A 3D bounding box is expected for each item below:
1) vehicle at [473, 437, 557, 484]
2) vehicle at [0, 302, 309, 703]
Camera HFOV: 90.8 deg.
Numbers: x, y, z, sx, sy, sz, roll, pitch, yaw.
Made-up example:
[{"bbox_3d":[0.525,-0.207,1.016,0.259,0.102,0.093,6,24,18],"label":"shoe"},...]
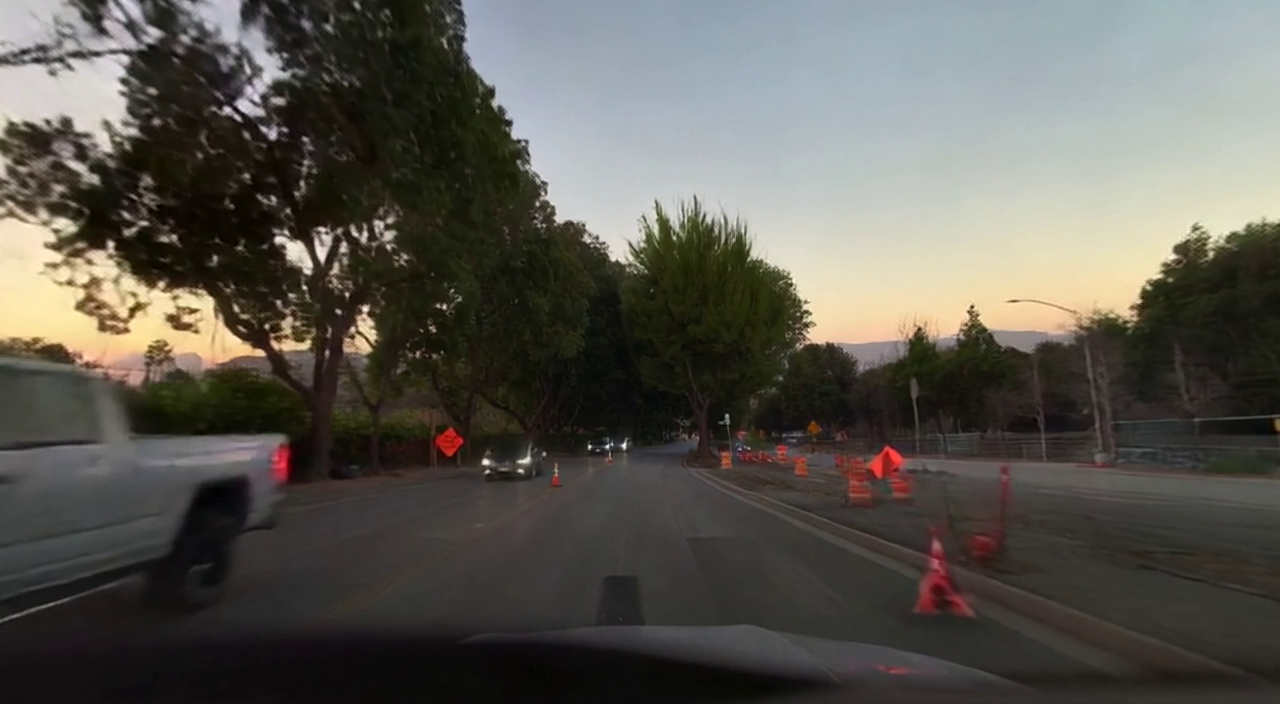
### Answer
[{"bbox_3d":[-4.272,3.776,22.288,1.964,1.481,4.199,-1,-8,2],"label":"vehicle"},{"bbox_3d":[-4.095,0.852,3.488,2.064,2.009,4.512,-1,-8,0],"label":"vehicle"}]
